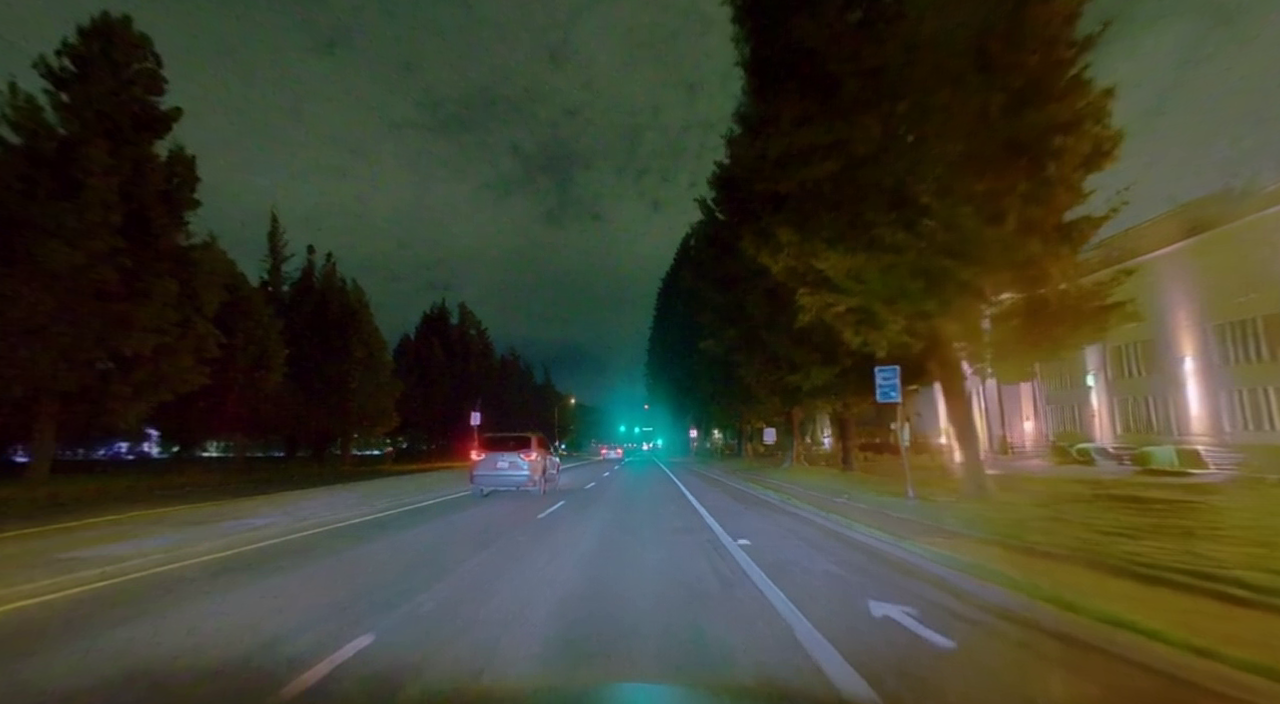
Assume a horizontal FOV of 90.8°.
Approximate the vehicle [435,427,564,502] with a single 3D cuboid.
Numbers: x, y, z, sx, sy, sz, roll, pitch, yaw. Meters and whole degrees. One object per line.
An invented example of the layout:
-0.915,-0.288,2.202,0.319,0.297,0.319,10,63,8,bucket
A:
-3.471,2.914,16.743,2.202,1.685,4.772,0,-8,1,vehicle
